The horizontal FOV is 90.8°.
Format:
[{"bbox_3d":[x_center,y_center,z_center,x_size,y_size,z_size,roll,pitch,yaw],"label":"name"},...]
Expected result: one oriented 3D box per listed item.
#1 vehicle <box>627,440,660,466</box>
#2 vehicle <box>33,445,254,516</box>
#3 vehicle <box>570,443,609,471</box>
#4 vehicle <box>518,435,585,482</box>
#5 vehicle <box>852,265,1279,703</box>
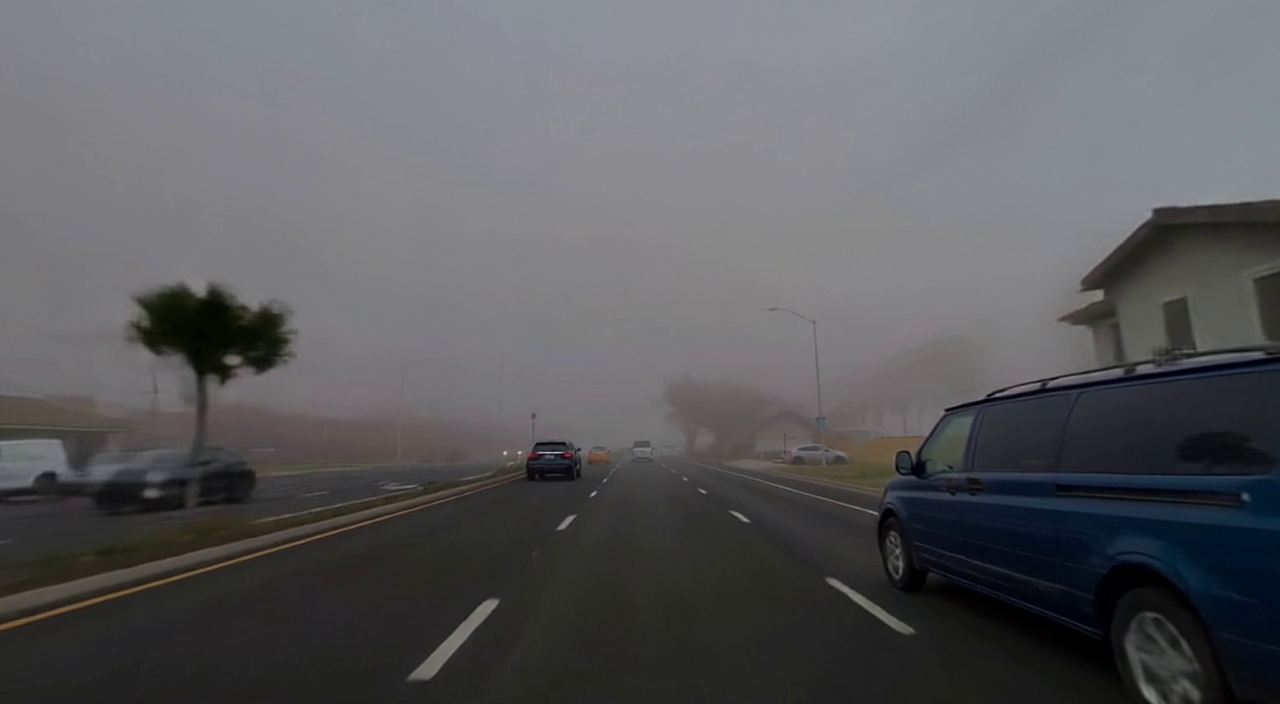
[{"bbox_3d":[0.220,7.172,45.088,2.191,1.761,3.857,0,-9,0],"label":"vehicle"},{"bbox_3d":[-11.662,3.000,15.333,1.857,1.473,4.298,0,-9,0],"label":"vehicle"},{"bbox_3d":[-2.791,5.935,35.977,1.869,1.454,4.142,0,-9,0],"label":"vehicle"},{"bbox_3d":[-3.388,4.168,24.992,1.967,1.703,4.157,0,-9,1],"label":"vehicle"},{"bbox_3d":[3.312,0.941,3.991,2.234,1.912,4.847,0,-9,0],"label":"vehicle"}]
